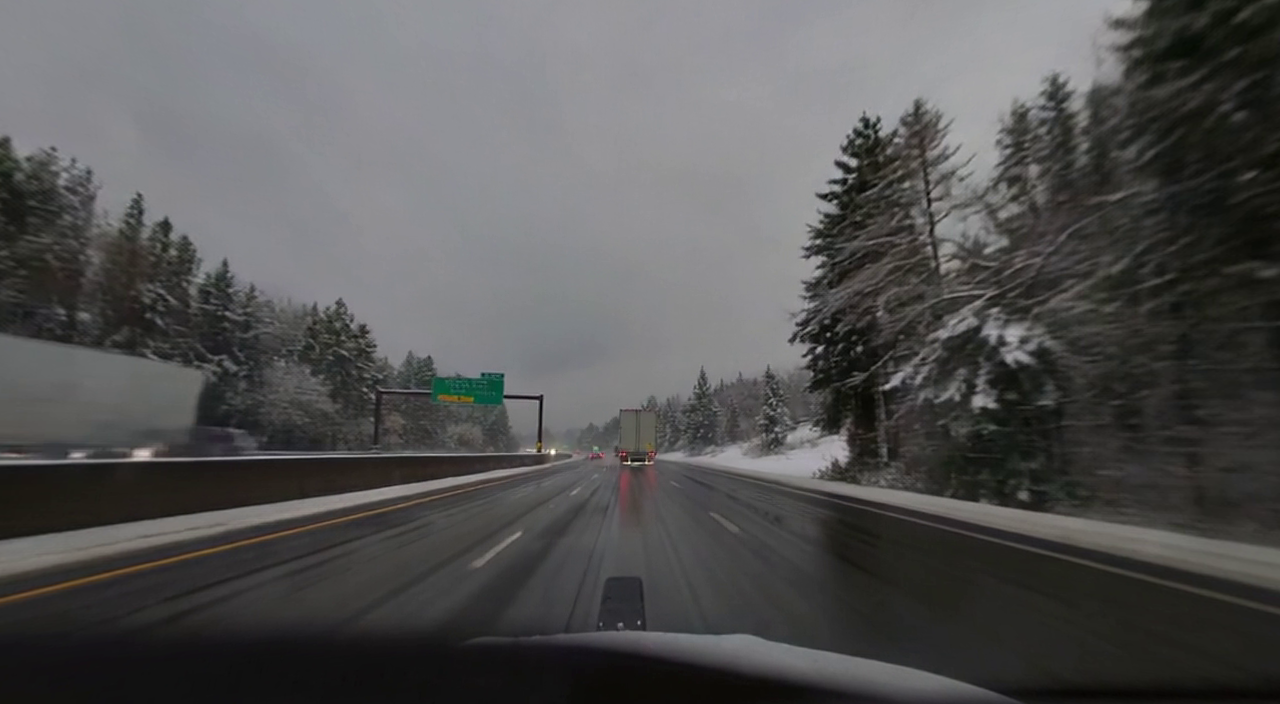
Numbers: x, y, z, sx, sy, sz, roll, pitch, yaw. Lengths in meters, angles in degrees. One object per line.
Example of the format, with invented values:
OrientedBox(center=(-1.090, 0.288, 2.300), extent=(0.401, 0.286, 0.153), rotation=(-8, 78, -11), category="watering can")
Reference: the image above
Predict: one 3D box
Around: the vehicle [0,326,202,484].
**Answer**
OrientedBox(center=(-17.290, 1.296, 15.532), extent=(2.928, 3.855, 14.329), rotation=(0, -9, -1), category="vehicle")

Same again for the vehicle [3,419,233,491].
OrientedBox(center=(-13.034, 2.631, 16.244), extent=(1.901, 1.560, 4.655), rotation=(0, -9, 0), category="vehicle")

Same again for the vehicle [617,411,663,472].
OrientedBox(center=(-0.184, 6.703, 46.547), extent=(2.962, 3.953, 10.696), rotation=(0, -9, -2), category="vehicle")
